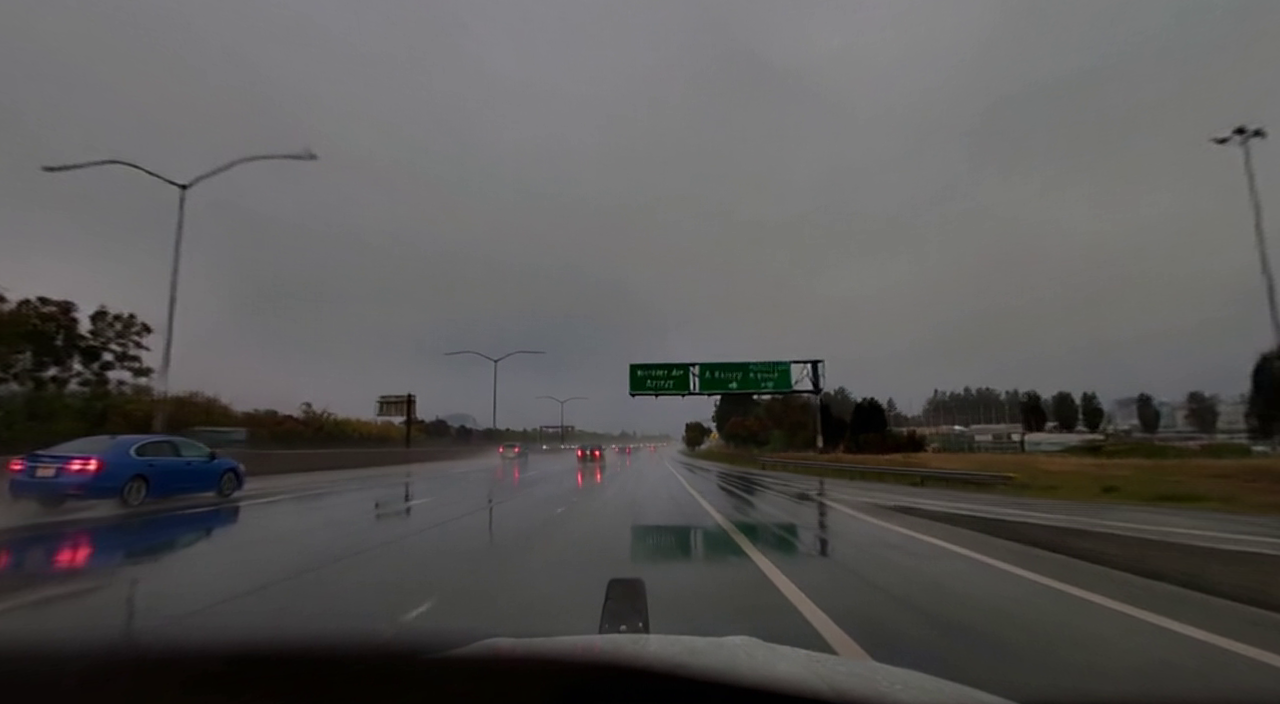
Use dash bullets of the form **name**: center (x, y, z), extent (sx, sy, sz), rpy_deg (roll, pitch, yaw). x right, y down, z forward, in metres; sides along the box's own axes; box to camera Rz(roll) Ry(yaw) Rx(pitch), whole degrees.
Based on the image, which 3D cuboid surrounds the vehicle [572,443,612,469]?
- **vehicle**: center (-2.874, 6.354, 38.930), extent (2.050, 1.479, 4.342), rpy_deg (0, -8, 1)

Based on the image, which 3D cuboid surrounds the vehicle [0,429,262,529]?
- **vehicle**: center (-9.889, 2.321, 12.225), extent (2.002, 1.526, 4.822), rpy_deg (0, -8, 2)

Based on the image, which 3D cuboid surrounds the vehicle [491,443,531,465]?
- **vehicle**: center (-9.338, 7.365, 45.868), extent (1.930, 1.490, 3.955), rpy_deg (0, -8, 2)
